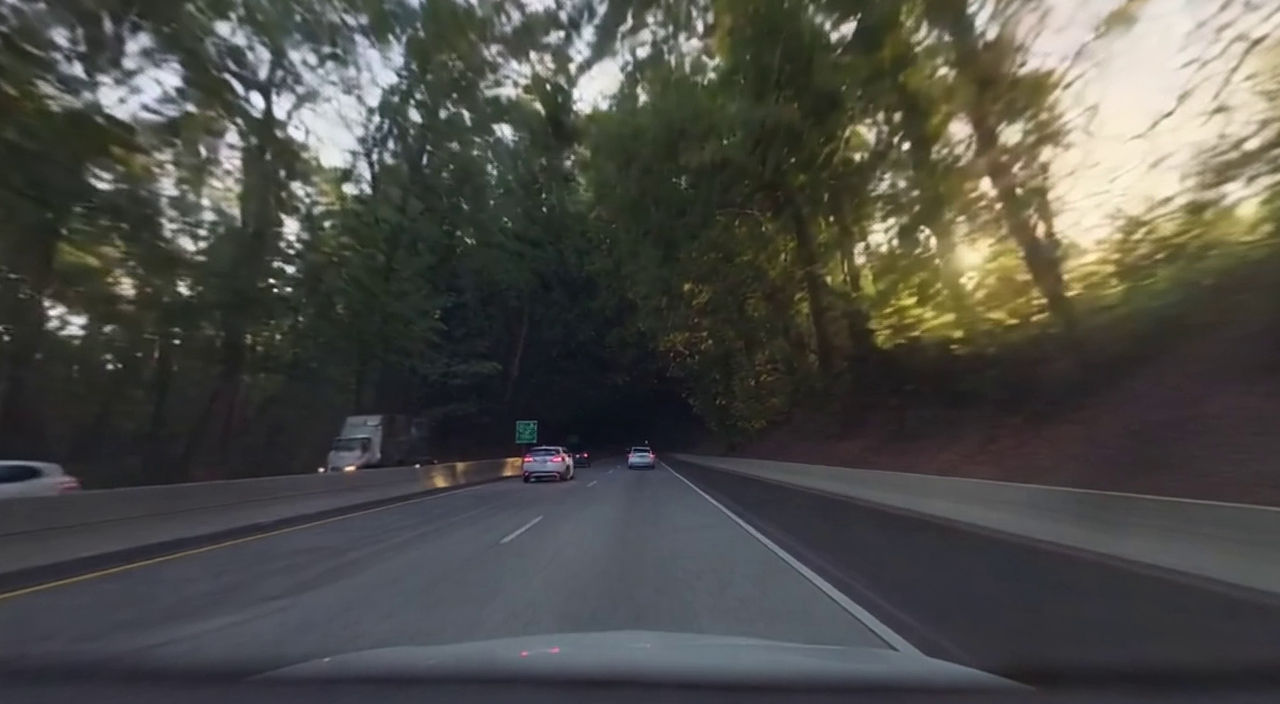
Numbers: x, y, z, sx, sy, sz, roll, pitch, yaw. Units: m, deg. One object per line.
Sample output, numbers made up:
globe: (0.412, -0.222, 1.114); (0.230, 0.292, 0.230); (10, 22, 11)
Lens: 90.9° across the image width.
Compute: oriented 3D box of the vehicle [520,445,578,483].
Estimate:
vehicle: (-3.966, 4.951, 28.079); (1.978, 1.538, 3.755); (0, -9, 1)

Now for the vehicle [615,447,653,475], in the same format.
vehicle: (-0.313, 6.173, 35.752); (2.001, 1.490, 3.914); (0, -9, 0)

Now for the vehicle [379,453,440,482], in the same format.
vehicle: (-12.590, 6.326, 34.735); (1.804, 1.437, 4.081); (0, -9, 0)

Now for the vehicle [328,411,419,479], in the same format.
vehicle: (-16.416, 5.805, 39.339); (2.991, 3.892, 5.867); (0, -9, 0)
